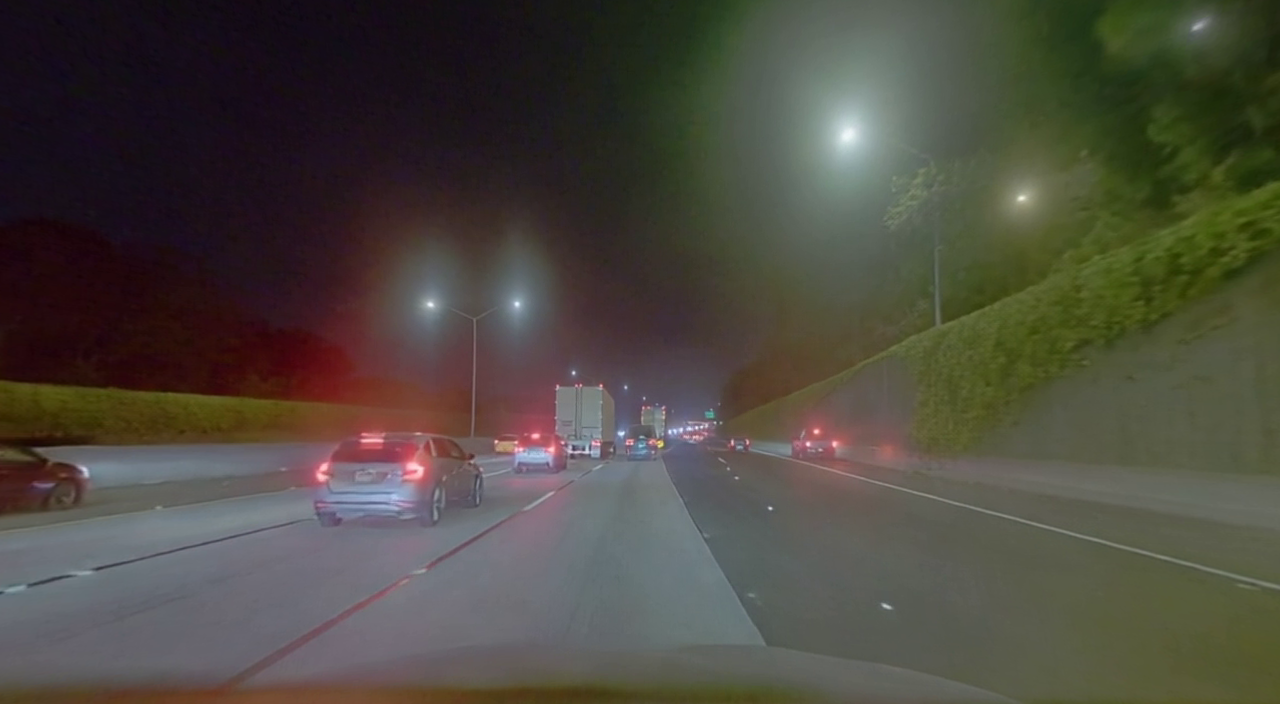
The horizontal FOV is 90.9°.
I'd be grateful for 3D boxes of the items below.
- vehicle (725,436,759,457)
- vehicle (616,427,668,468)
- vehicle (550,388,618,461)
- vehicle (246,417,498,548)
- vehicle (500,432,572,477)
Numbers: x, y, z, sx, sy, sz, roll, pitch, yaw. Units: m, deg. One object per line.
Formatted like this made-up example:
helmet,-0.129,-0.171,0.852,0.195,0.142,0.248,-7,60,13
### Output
vehicle,7.534,7.048,46.978,2.176,1.493,3.955,-1,-8,4
vehicle,0.096,4.595,30.428,2.325,1.864,4.128,0,-8,1
vehicle,-3.701,5.660,46.719,3.348,4.469,16.443,0,-9,1
vehicle,-3.780,1.920,10.010,1.866,1.568,4.603,0,-8,2
vehicle,-4.005,4.016,25.015,2.124,1.627,3.863,0,-8,1
